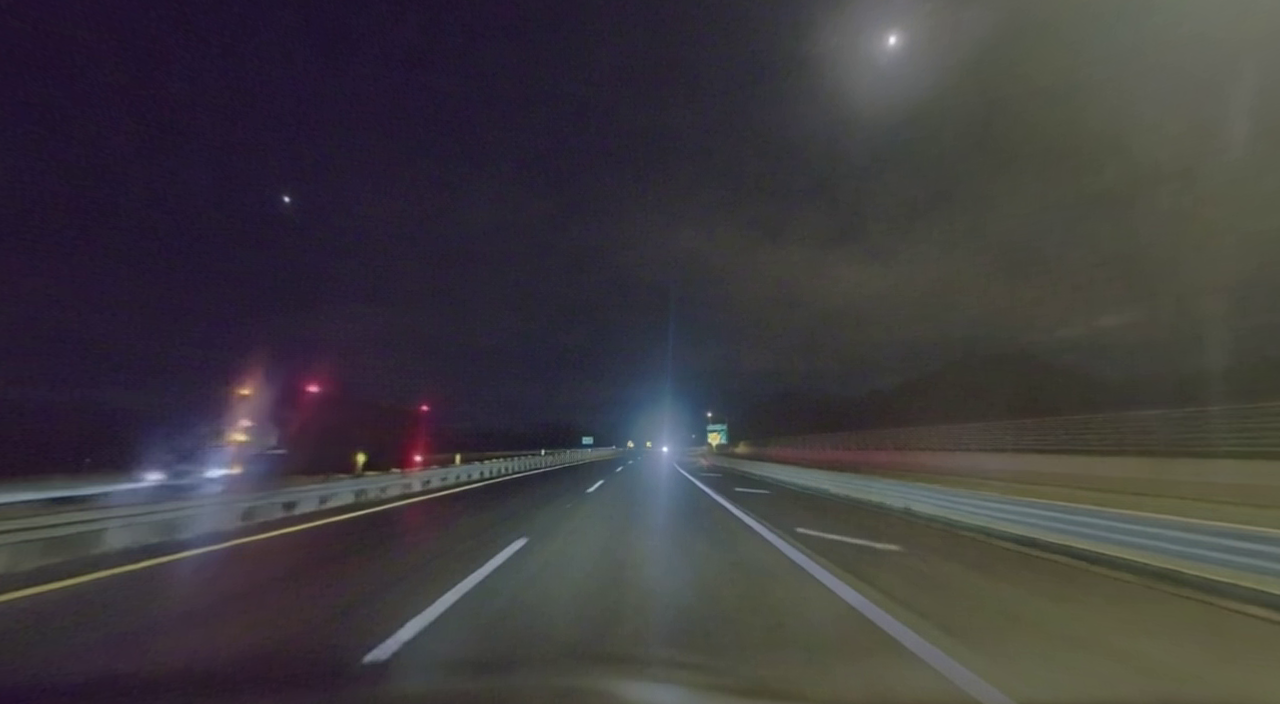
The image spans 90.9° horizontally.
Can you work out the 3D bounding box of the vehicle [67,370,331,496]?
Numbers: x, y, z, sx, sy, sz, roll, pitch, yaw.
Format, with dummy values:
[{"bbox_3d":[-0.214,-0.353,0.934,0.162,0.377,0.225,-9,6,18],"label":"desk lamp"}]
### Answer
[{"bbox_3d":[-16.285,3.245,24.771,3.036,3.971,9.692,0,-8,2],"label":"vehicle"}]
